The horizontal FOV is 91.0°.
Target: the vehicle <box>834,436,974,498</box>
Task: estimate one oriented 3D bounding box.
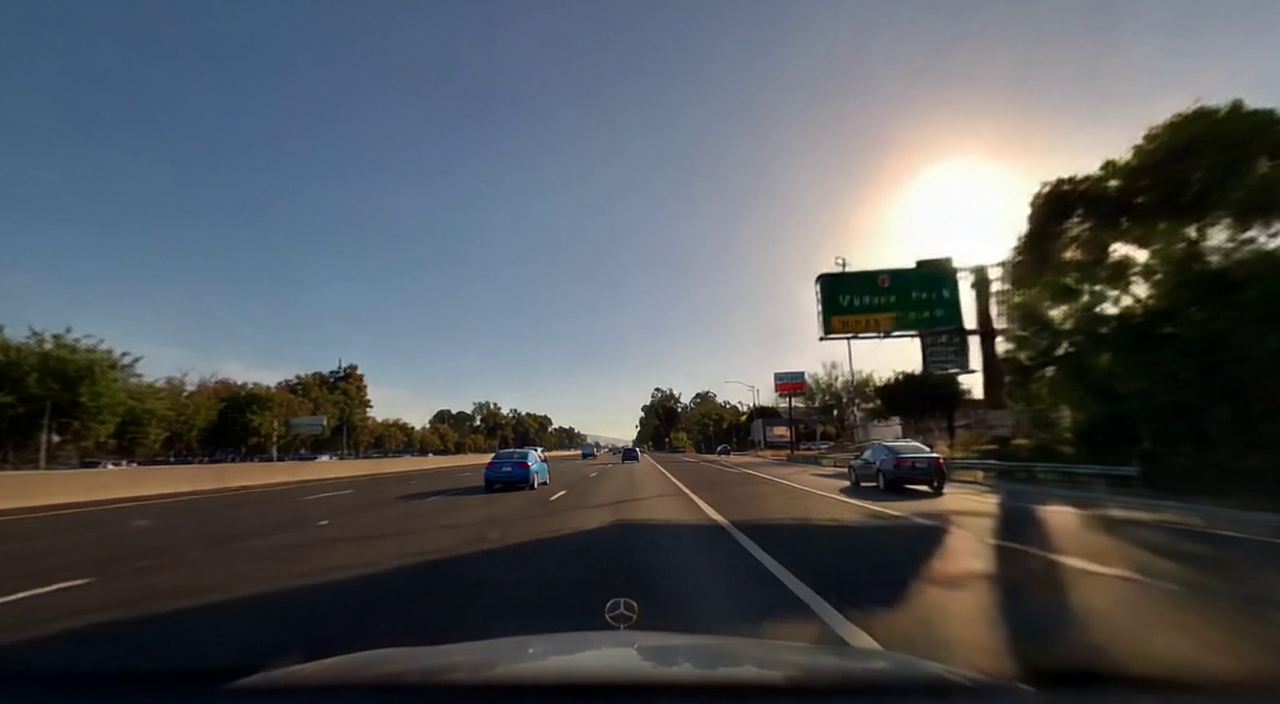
[{"bbox_3d":[7.640,3.391,18.987,2.035,1.566,5.409,0,-9,2],"label":"vehicle"}]

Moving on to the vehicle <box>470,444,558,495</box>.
[{"bbox_3d":[-4.227,4.023,21.895,2.071,1.553,4.388,0,-9,1],"label":"vehicle"}]
